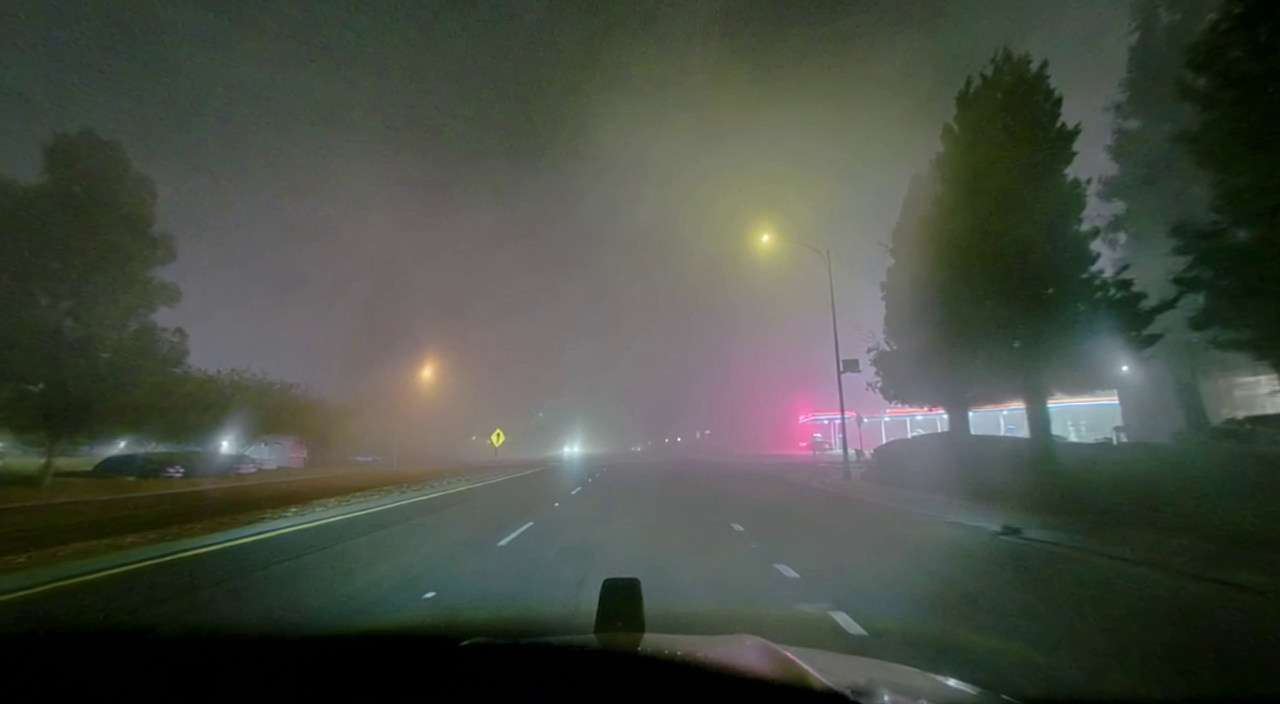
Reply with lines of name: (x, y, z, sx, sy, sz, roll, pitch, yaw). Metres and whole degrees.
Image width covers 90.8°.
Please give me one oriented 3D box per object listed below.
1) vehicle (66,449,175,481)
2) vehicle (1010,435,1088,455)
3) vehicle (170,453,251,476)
vehicle: (-30.571, 6.640, 37.279, 4.613, 1.820, 2.013, 0, -9, 1)
vehicle: (31.077, 7.045, 48.055, 4.549, 1.476, 1.952, 0, -8, 1)
vehicle: (-30.951, 8.107, 45.620, 4.274, 1.491, 2.110, 0, -9, -4)
